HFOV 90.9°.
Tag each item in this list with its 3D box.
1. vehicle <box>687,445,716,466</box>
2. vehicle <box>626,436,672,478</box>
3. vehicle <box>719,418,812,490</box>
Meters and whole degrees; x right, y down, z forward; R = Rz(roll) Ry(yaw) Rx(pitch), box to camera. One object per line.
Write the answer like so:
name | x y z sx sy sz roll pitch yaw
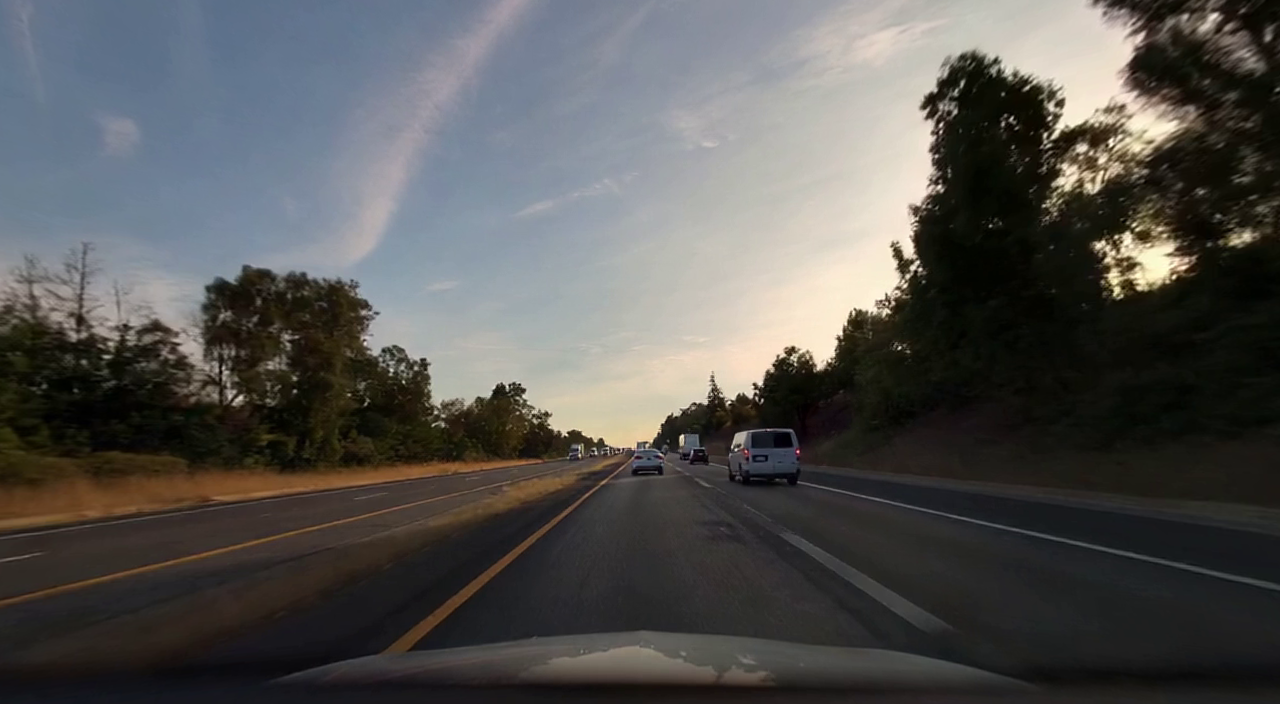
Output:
vehicle | 4.756 8.047 49.080 1.868 1.566 3.509 0 -9 -1
vehicle | 0.431 5.190 31.443 2.143 1.925 4.101 0 -9 0
vehicle | 4.323 3.644 22.686 2.232 2.290 4.720 0 -9 -2
